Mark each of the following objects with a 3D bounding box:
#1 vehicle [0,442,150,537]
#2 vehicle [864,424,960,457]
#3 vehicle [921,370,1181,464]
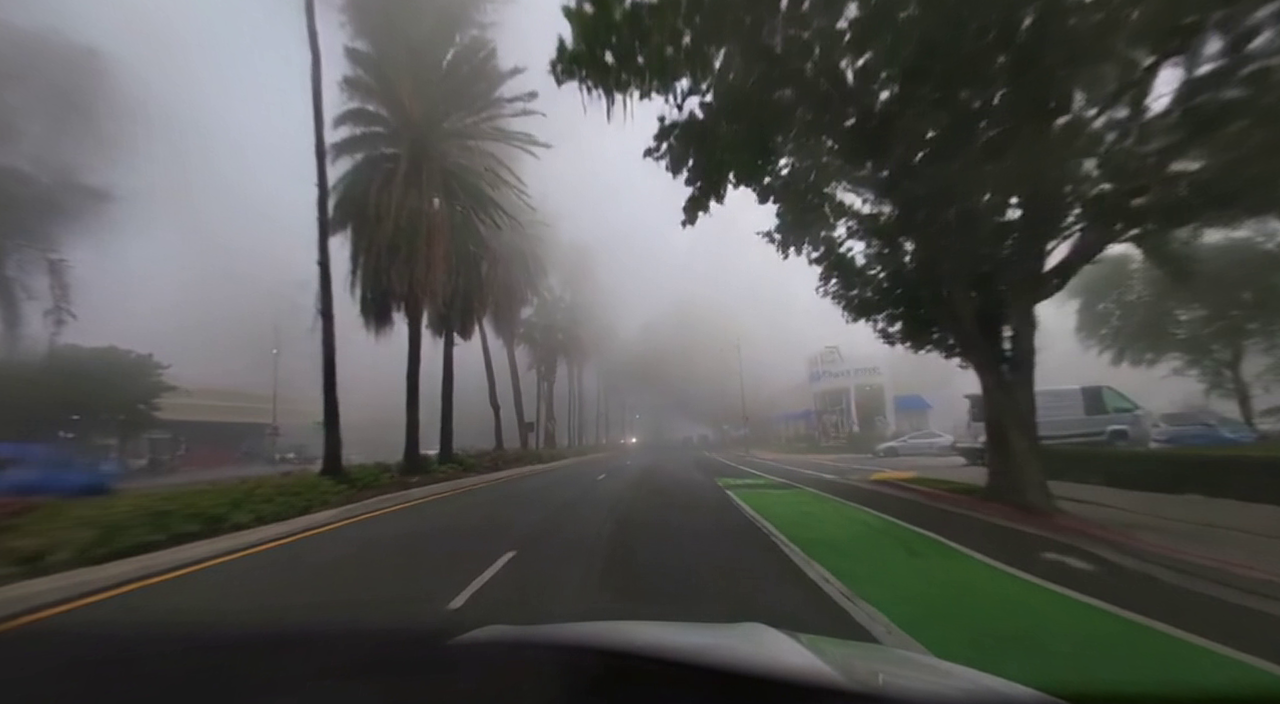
[{"bbox_3d":[-11.108,2.305,10.856,1.925,1.492,4.200,0,-8,1],"label":"vehicle"},{"bbox_3d":[14.720,4.852,34.457,4.601,1.696,1.977,-4,-9,21],"label":"vehicle"},{"bbox_3d":[14.603,2.390,22.814,7.635,3.131,2.691,0,-8,-6],"label":"vehicle"}]
